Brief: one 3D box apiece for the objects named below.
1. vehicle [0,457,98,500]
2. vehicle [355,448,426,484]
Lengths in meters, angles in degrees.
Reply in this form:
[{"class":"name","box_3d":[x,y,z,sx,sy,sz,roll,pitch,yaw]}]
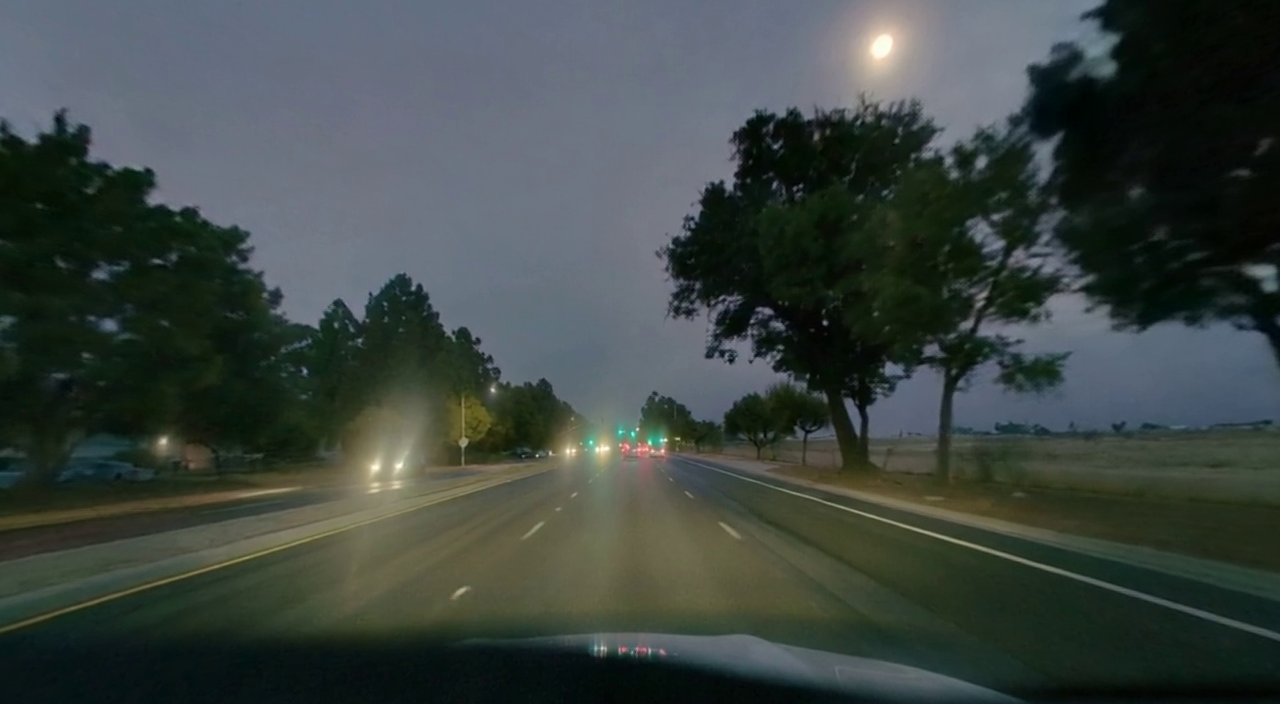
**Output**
[{"class":"vehicle","box_3d":[-24.534,5.041,25.349,3.658,1.605,1.985,0,-9,0]},{"class":"vehicle","box_3d":[-14.731,6.718,37.657,2.055,1.742,5.503,-4,-8,0]}]
